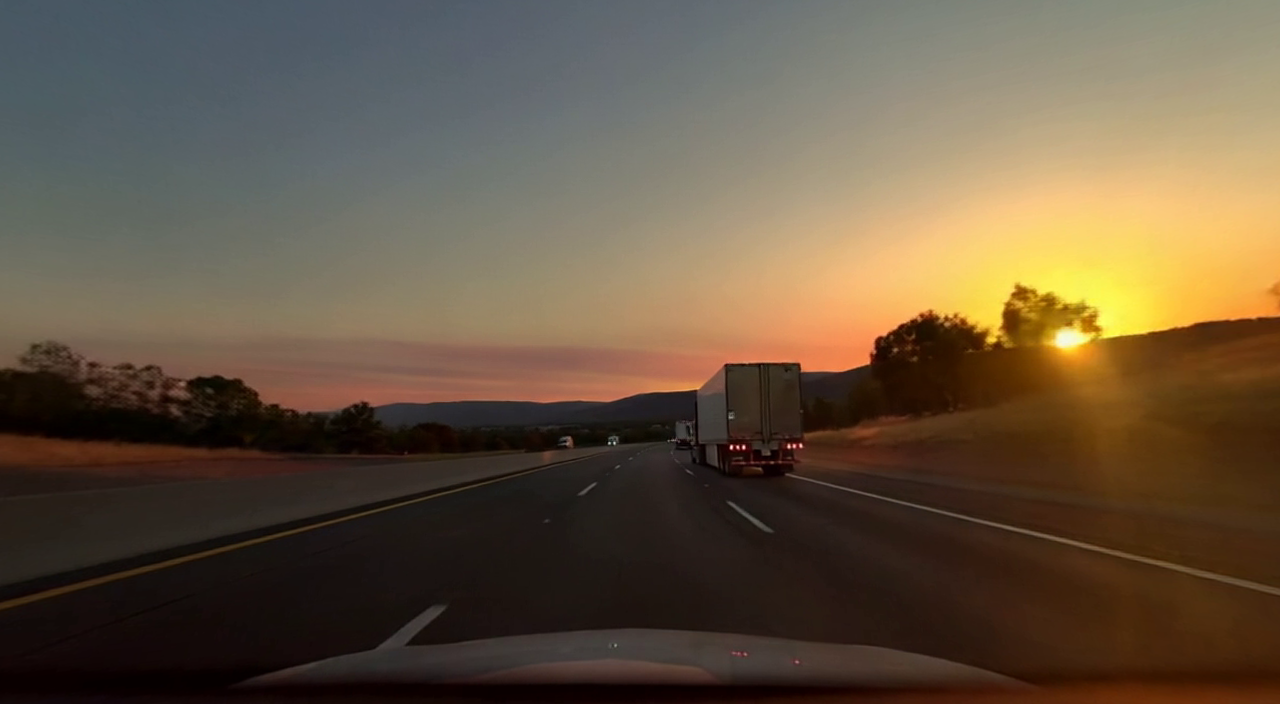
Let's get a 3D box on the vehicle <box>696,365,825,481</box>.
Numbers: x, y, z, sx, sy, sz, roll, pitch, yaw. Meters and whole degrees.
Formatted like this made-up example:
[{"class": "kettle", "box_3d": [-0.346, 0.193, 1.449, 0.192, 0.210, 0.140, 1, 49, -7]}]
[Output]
[{"class": "vehicle", "box_3d": [4.793, 3.507, 28.862, 3.485, 3.975, 14.489, 0, -8, 2]}]
